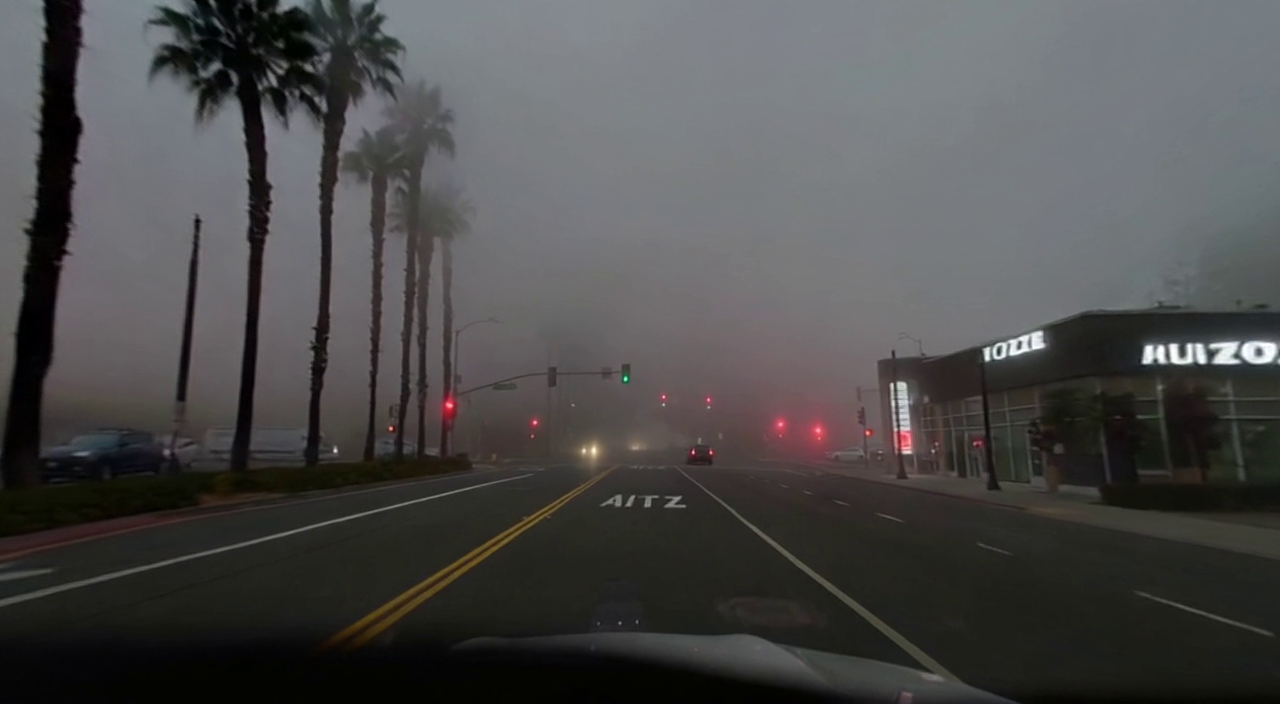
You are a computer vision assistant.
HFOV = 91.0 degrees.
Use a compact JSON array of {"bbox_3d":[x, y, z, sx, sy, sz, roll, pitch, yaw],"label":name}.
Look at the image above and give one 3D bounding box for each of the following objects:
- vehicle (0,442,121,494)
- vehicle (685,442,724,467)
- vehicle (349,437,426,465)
[{"bbox_3d":[-18.491,3.415,18.745,4.277,1.453,1.913,0,-9,-1],"label":"vehicle"},{"bbox_3d":[4.165,6.701,41.372,2.065,1.507,4.225,0,-9,-1],"label":"vehicle"},{"bbox_3d":[-19.326,7.596,48.296,4.901,2.064,2.296,0,-8,1],"label":"vehicle"}]
